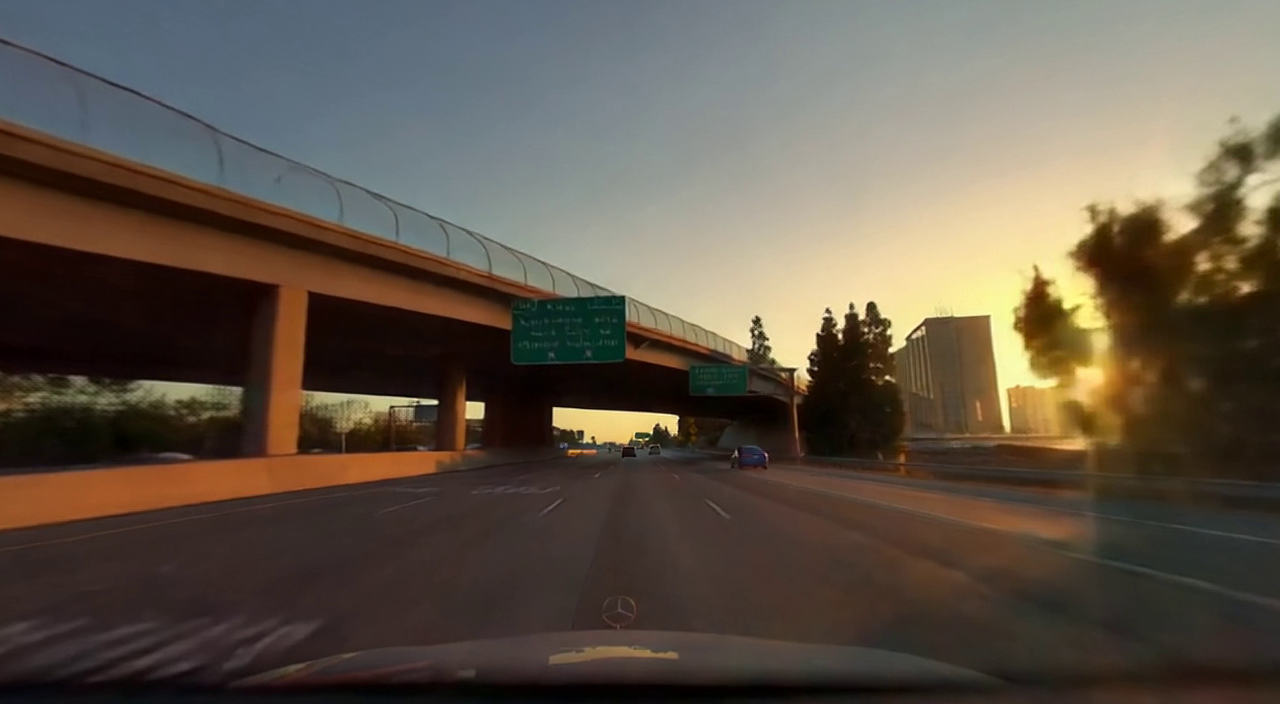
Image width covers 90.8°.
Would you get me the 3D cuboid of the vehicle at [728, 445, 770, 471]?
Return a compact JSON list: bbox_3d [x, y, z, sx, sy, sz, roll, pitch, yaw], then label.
[{"bbox_3d":[7.165,7.014,42.113,1.958,1.498,4.447,0,-7,-1],"label":"vehicle"}]
